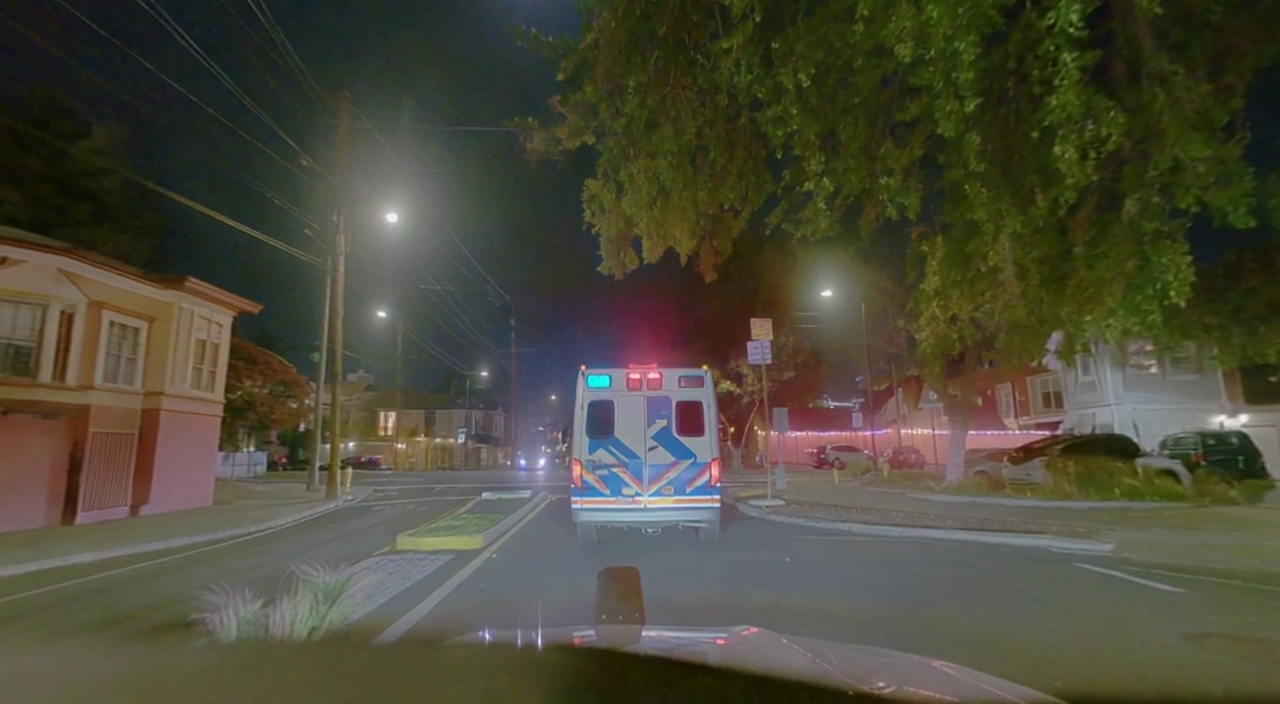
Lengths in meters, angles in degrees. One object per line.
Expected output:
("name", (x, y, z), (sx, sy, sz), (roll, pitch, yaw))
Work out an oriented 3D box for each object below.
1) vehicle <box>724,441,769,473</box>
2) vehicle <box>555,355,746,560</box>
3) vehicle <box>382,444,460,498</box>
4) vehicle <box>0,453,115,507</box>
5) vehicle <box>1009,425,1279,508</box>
("vehicle", (6.600, 6.414, 38.875), (2.056, 1.810, 4.502), (-3, -9, 17))
("vehicle", (0.142, 1.753, 10.995), (2.444, 2.640, 5.482), (0, -8, 0))
("vehicle", (-8.459, 4.419, 24.048), (2.290, 1.776, 4.947), (3, -9, -24))
("vehicle", (-18.738, 3.768, 18.798), (4.412, 1.468, 1.914), (0, -8, -3))
("vehicle", (13.189, 2.996, 16.736), (5.270, 1.966, 2.329), (-2, -9, 11))
